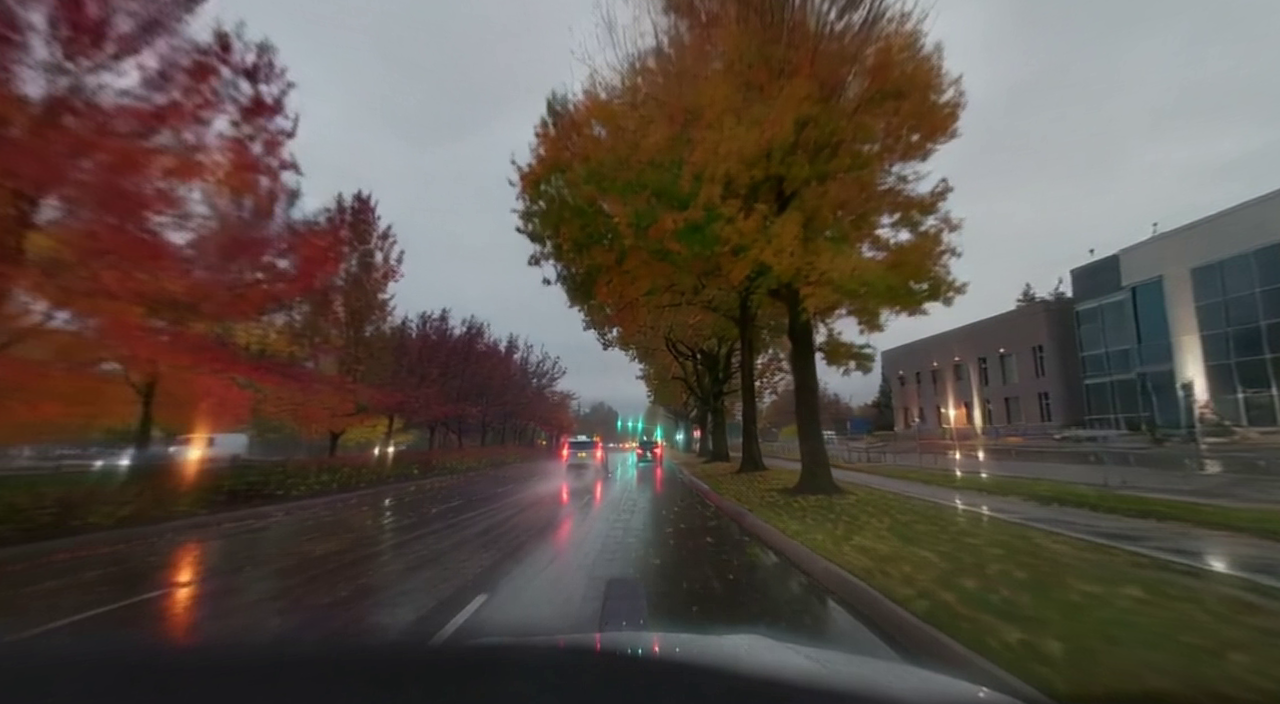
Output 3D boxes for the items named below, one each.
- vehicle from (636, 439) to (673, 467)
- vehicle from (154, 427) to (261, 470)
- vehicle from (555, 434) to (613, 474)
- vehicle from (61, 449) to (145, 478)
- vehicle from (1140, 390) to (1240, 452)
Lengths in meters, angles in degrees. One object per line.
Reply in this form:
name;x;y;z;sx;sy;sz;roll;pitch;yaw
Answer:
vehicle;0.861;5.810;36.368;2.040;1.493;3.682;0;-8;2
vehicle;-29.923;6.718;43.983;2.239;2.706;6.900;-1;-8;3
vehicle;-2.543;4.735;29.433;2.197;1.709;4.069;0;-8;2
vehicle;-36.238;7.510;42.639;1.929;1.773;4.409;0;-9;-2
vehicle;23.115;2.970;26.582;2.320;2.489;2.049;-3;-9;16
